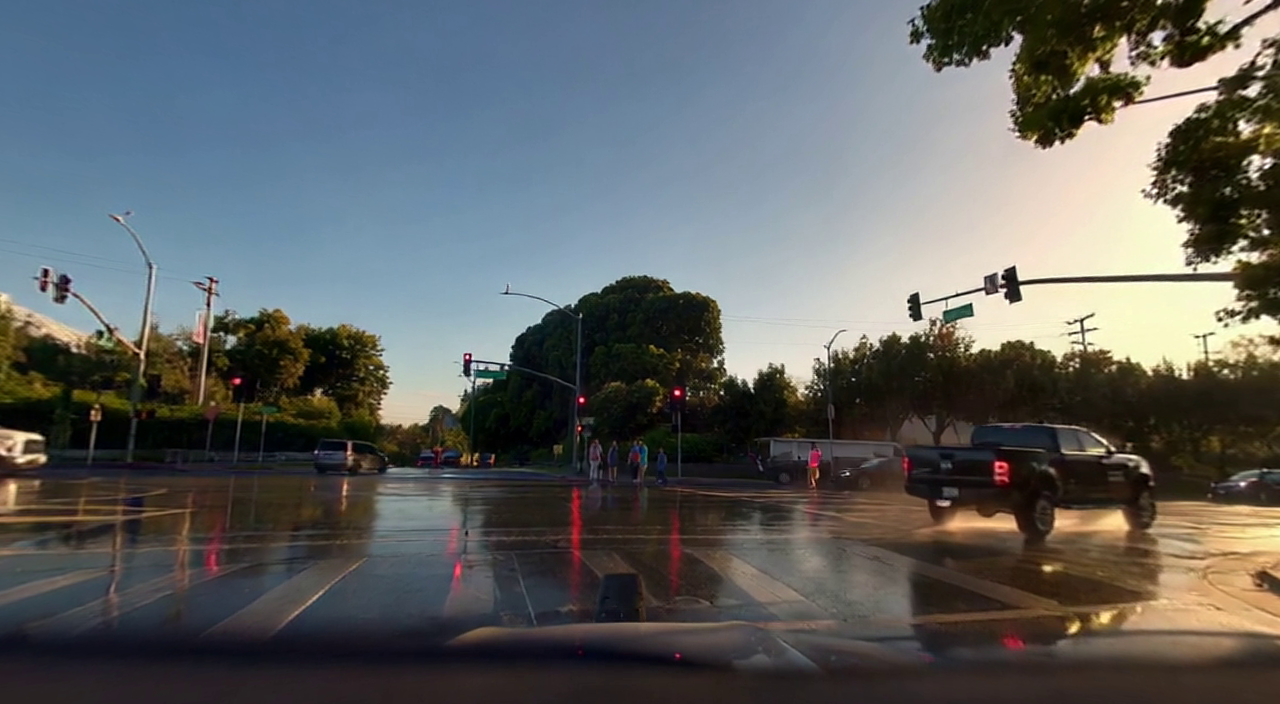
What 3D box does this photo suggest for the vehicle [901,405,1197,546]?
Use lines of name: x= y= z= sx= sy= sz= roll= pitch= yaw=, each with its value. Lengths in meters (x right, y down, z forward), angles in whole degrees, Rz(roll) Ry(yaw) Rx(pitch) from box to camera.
vehicle: x=8.880 y=2.538 z=13.629 sx=5.978 sy=2.400 sz=2.851 roll=5 pitch=-10 yaw=-30

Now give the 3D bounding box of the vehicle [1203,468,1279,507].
vehicle: x=26.406 y=5.609 z=26.163 sx=4.322 sy=1.522 sz=1.795 roll=1 pitch=-9 yaw=-4

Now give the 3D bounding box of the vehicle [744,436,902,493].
vehicle: x=7.107 y=4.406 z=24.841 sx=5.535 sy=1.896 sz=2.170 roll=3 pitch=-9 yaw=-6

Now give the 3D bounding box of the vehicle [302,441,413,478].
vehicle: x=-12.907 y=4.923 z=29.156 sx=1.964 sy=1.525 sz=4.750 roll=-2 pitch=-9 yaw=17
